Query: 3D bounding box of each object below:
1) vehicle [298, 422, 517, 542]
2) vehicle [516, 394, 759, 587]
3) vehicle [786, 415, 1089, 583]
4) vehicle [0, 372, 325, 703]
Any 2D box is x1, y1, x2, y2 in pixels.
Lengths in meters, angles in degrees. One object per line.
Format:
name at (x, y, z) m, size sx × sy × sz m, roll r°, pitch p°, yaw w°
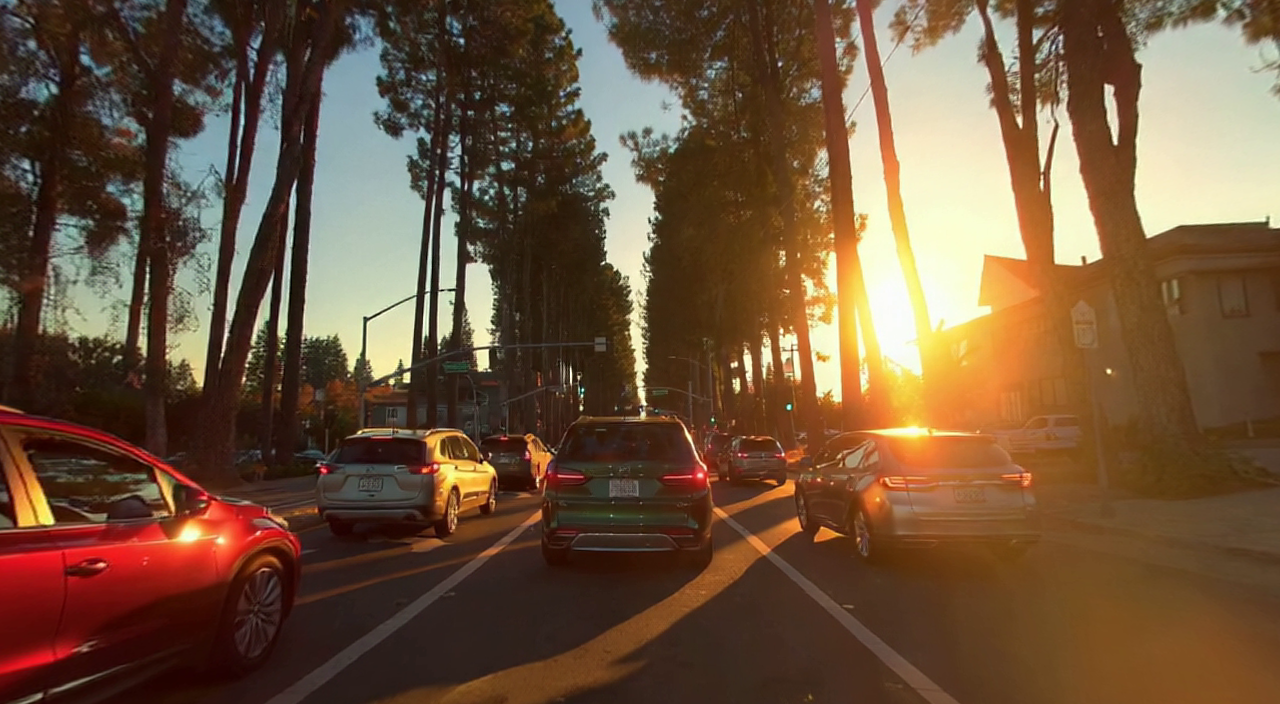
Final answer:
vehicle at (-3.653, 2.116, 10.930) m, size 2.042 × 1.641 × 4.314 m, roll 0°, pitch -8°, yaw 1°
vehicle at (-0.006, 1.550, 7.805) m, size 2.193 × 1.744 × 4.033 m, roll 0°, pitch -8°, yaw 1°
vehicle at (3.268, 1.670, 7.877) m, size 1.922 × 1.579 × 3.642 m, roll 0°, pitch -8°, yaw -1°
vehicle at (-3.775, 0.997, 3.311) m, size 1.929 × 1.641 × 4.193 m, roll 0°, pitch -8°, yaw 2°
